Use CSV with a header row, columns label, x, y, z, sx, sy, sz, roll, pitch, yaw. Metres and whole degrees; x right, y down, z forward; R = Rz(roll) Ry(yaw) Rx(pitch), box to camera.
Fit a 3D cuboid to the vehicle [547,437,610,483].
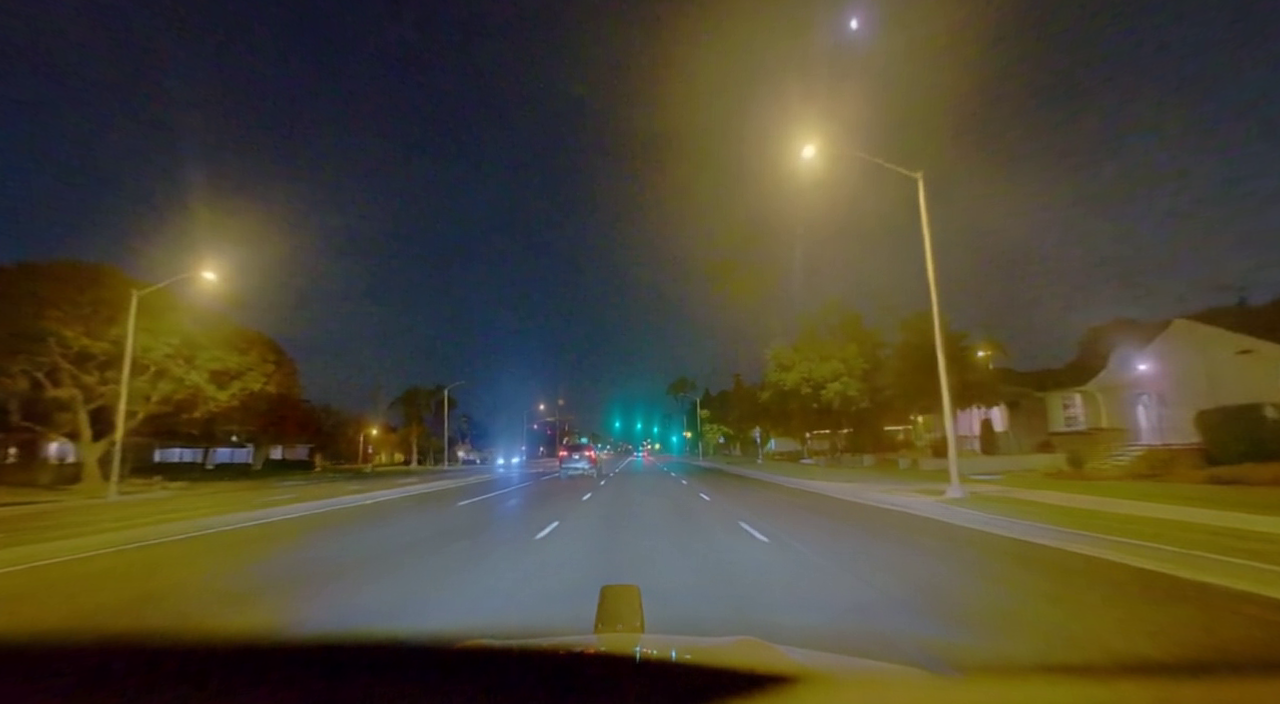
label,x,y,z,sx,sy,sz,roll,pitch,yaw
vehicle,-2.769,5.068,29.828,2.370,1.968,5.698,0,-9,0
